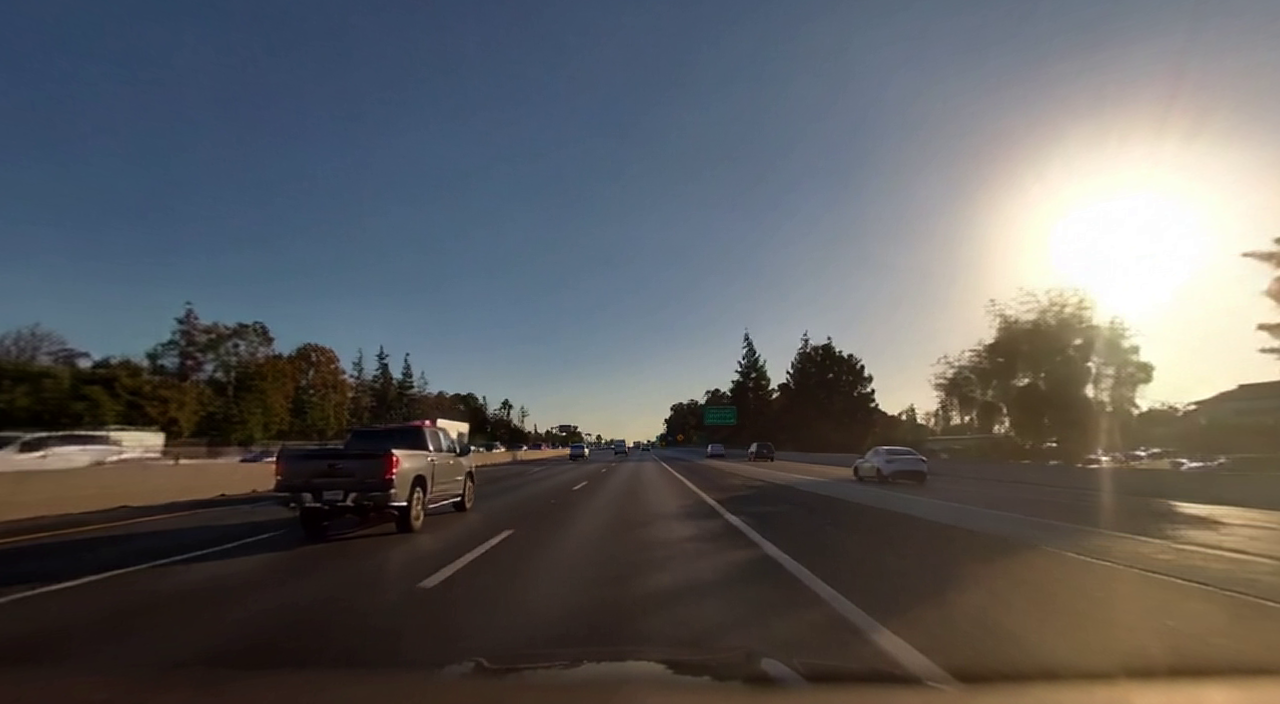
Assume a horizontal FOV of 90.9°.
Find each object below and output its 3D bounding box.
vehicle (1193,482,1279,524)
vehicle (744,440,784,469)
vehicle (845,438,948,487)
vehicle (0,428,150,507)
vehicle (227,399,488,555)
[{"bbox_3d":[29.036,6.896,28.919,5.058,1.729,2.070,-1,-9,8],"label":"vehicle"},{"bbox_3d":[9.653,7.984,49.328,2.061,2.115,4.635,0,-8,-1],"label":"vehicle"},{"bbox_3d":[9.488,4.107,23.746,1.971,1.638,4.295,0,-8,-2],"label":"vehicle"},{"bbox_3d":[-16.866,3.097,17.169,2.339,1.926,5.751,0,-8,1],"label":"vehicle"},{"bbox_3d":[-4.081,1.899,10.276,1.994,1.911,4.819,0,-8,0],"label":"vehicle"}]
